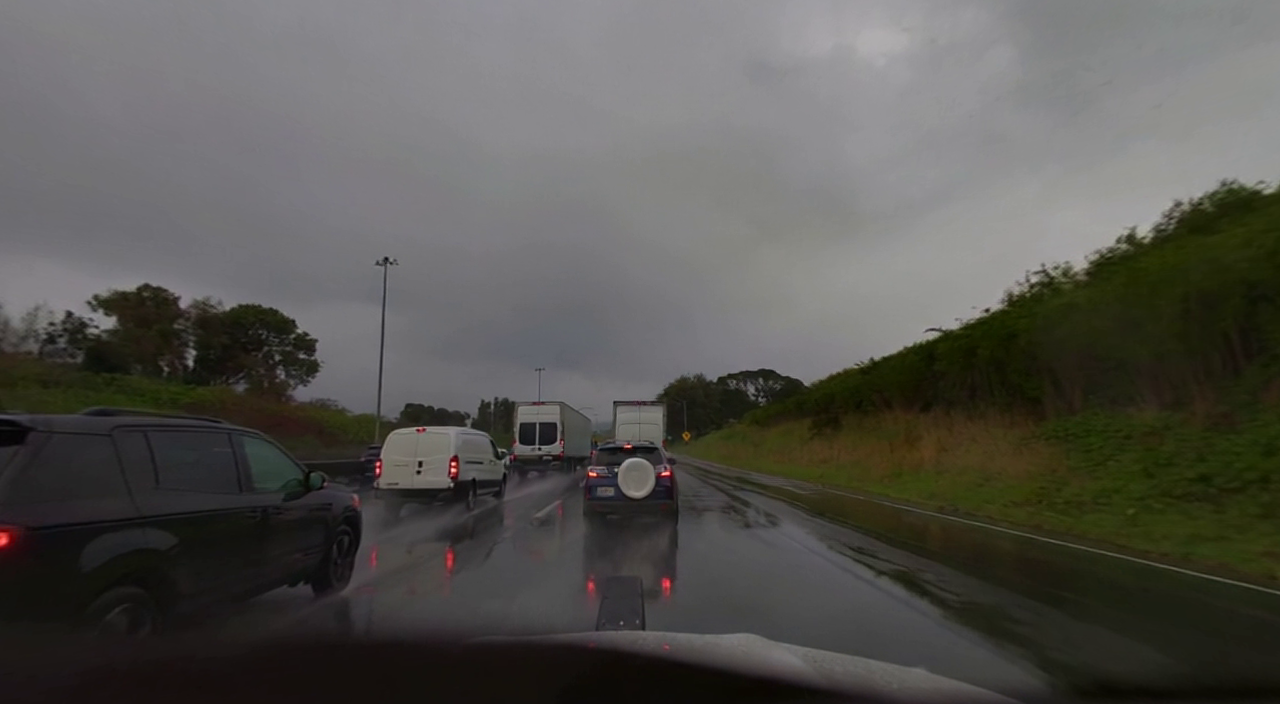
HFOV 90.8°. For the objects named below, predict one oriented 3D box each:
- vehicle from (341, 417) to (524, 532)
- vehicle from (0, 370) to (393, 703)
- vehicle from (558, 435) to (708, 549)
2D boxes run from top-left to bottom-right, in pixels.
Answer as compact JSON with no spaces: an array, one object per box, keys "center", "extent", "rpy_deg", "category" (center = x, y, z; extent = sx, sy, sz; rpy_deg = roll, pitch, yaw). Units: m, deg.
[{"center":[-3.930,2.422,12.990],"extent":[2.055,1.913,4.584],"rpy_deg":[-1,-9,2],"category":"vehicle"},{"center":[-3.665,1.208,4.452],"extent":[2.029,1.656,4.437],"rpy_deg":[0,-9,0],"category":"vehicle"},{"center":[-0.095,2.137,10.175],"extent":[1.995,1.495,3.380],"rpy_deg":[0,-9,0],"category":"vehicle"}]
